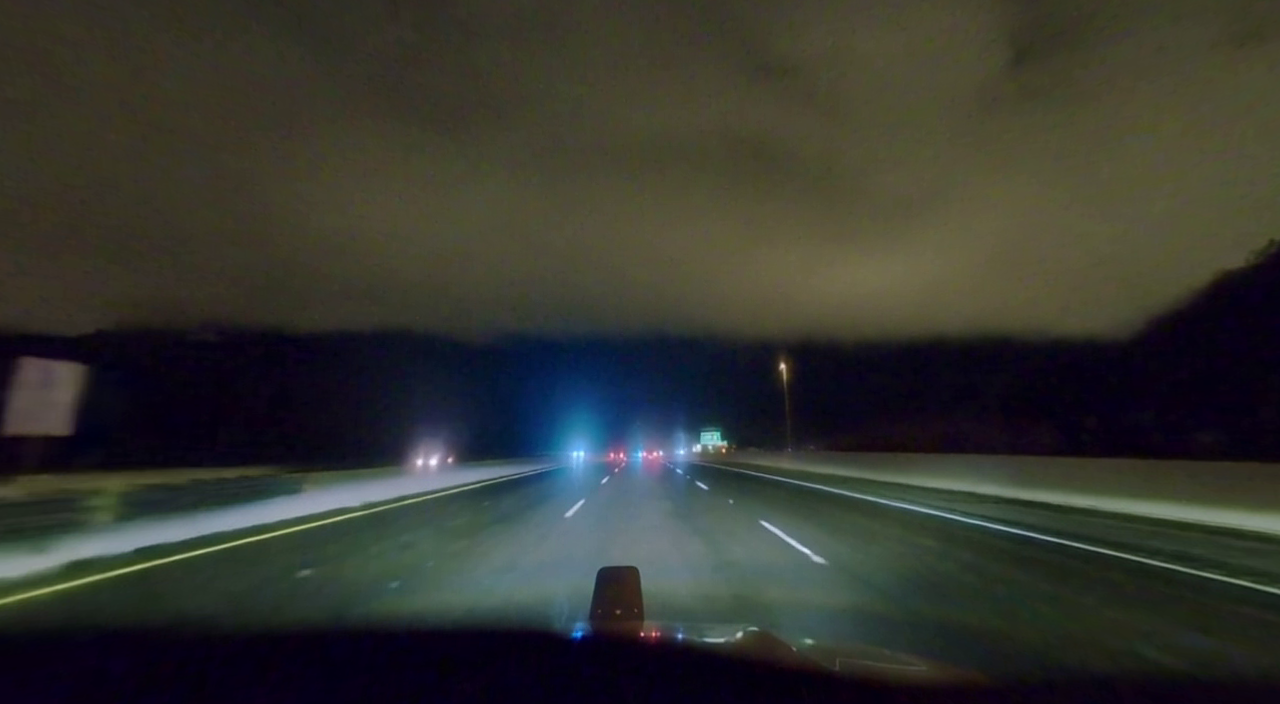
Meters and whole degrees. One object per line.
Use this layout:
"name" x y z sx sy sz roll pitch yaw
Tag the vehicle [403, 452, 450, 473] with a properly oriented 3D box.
"vehicle" -16.545 8.570 48.912 1.924 1.472 4.644 -1 -9 1
